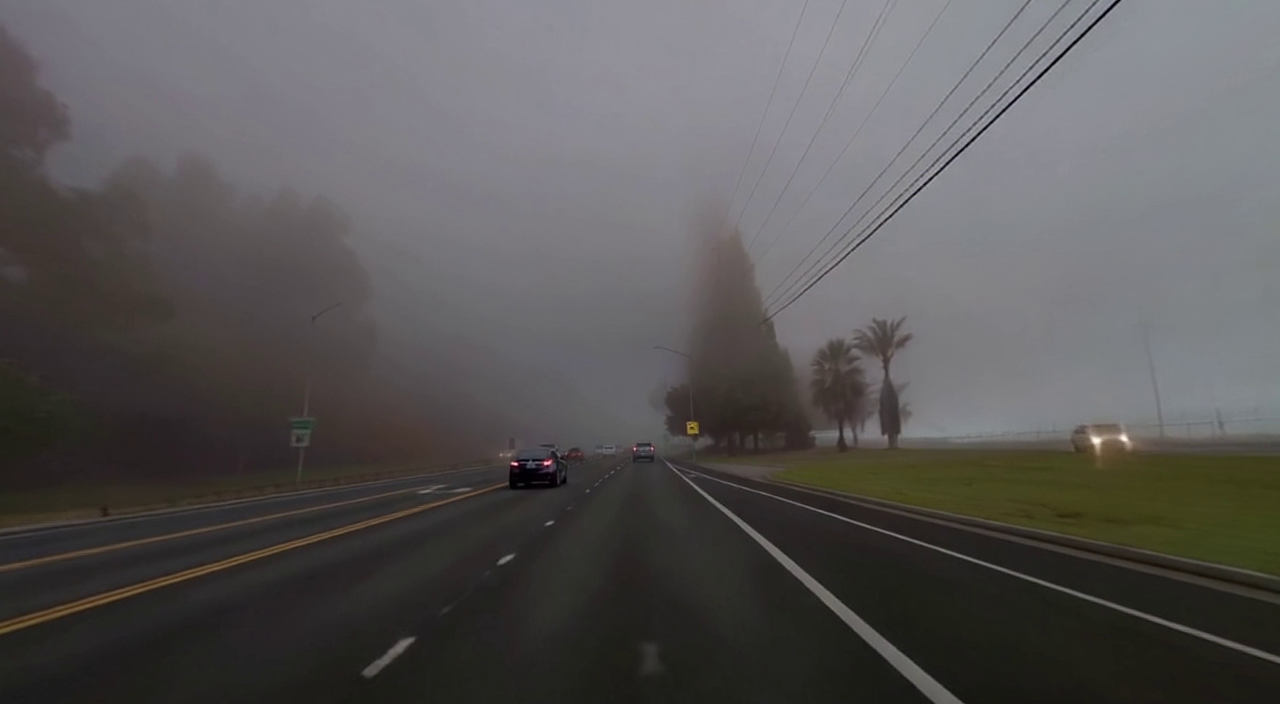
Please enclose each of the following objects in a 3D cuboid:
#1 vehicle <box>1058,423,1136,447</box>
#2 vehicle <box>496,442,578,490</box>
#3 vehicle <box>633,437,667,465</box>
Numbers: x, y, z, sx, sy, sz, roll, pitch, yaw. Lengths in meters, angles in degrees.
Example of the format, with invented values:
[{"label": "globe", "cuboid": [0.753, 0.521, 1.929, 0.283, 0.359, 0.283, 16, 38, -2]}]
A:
[{"label": "vehicle", "cuboid": [32.189, 5.941, 44.606, 1.806, 1.552, 4.740, 0, -9, -2]}, {"label": "vehicle", "cuboid": [-3.395, 3.828, 21.534, 1.982, 1.451, 4.152, -1, -9, 2]}, {"label": "vehicle", "cuboid": [0.666, 6.760, 42.875, 2.155, 1.781, 3.977, -1, -9, 0]}]
